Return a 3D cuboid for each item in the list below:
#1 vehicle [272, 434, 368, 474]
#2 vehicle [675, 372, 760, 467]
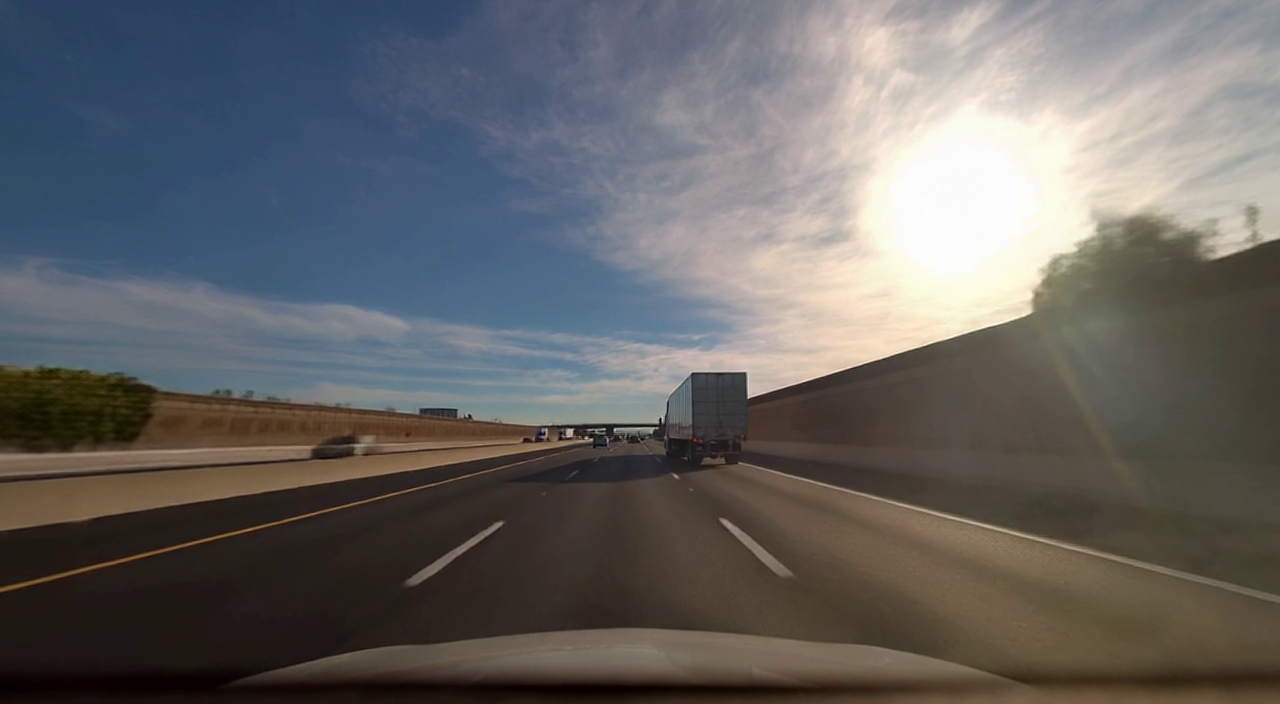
[{"bbox_3d":[-14.259,4.530,28.350,1.945,1.643,4.614,0,-8,-1],"label":"vehicle"},{"bbox_3d":[3.484,3.399,30.669,2.859,3.981,8.596,0,-8,-1],"label":"vehicle"}]
